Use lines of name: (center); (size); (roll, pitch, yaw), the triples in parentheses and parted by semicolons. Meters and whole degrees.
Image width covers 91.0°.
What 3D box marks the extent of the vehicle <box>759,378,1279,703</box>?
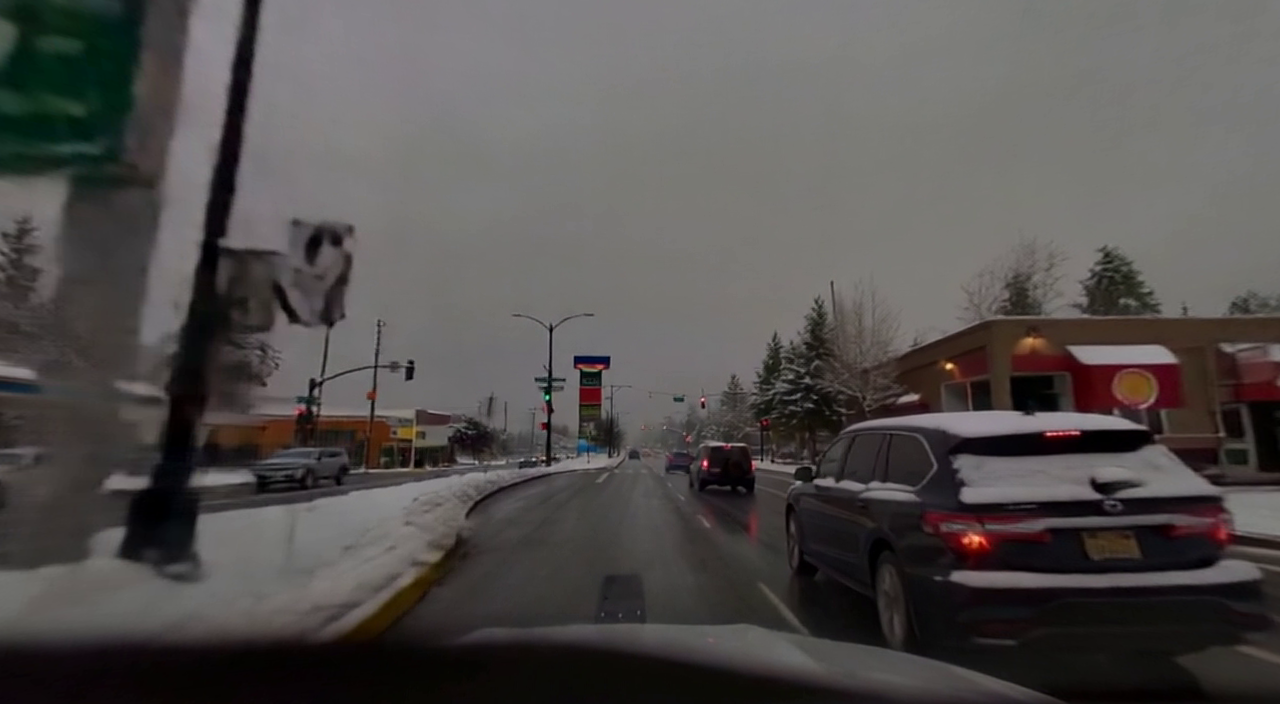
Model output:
vehicle: (2.643, 1.370, 5.700); (2.183, 1.720, 4.842); (0, -9, 0)

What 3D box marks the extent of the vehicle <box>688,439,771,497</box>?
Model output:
vehicle: (2.759, 3.710, 20.460); (1.999, 1.679, 4.217); (0, -9, -1)

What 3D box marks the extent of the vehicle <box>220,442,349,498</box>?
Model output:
vehicle: (-13.498, 4.462, 24.320); (2.097, 1.912, 4.828); (0, -9, 0)

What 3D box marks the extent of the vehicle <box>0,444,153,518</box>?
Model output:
vehicle: (-17.727, 3.732, 18.749); (2.263, 1.887, 5.170); (0, -9, 0)
